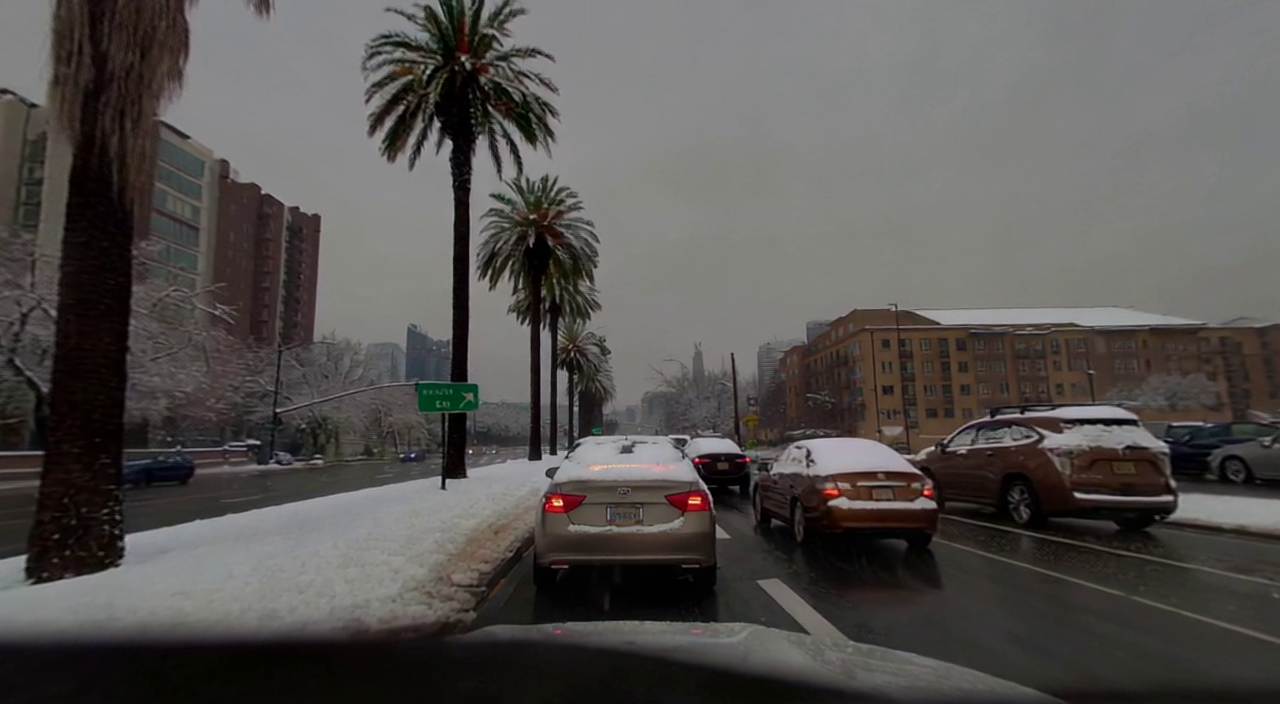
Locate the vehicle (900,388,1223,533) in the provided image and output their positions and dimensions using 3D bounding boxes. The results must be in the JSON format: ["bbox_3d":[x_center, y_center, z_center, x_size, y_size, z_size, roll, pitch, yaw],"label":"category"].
[{"bbox_3d":[7.208,1.968,11.920,2.254,2.072,5.577,0,-8,1],"label":"vehicle"}]

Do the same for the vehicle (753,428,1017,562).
[{"bbox_3d":[3.104,1.906,9.224,1.925,1.451,4.436,0,-8,-2],"label":"vehicle"}]

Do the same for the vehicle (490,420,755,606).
[{"bbox_3d":[-0.155,1.610,7.195,2.158,1.498,3.919,0,-8,0],"label":"vehicle"}]

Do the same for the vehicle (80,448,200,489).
[{"bbox_3d":[-20.404,4.748,26.014,1.764,1.510,3.827,0,-8,0],"label":"vehicle"}]

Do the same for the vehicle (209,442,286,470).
[{"bbox_3d":[-28.299,7.479,45.810,2.115,1.884,5.481,0,-8,-1],"label":"vehicle"}]
